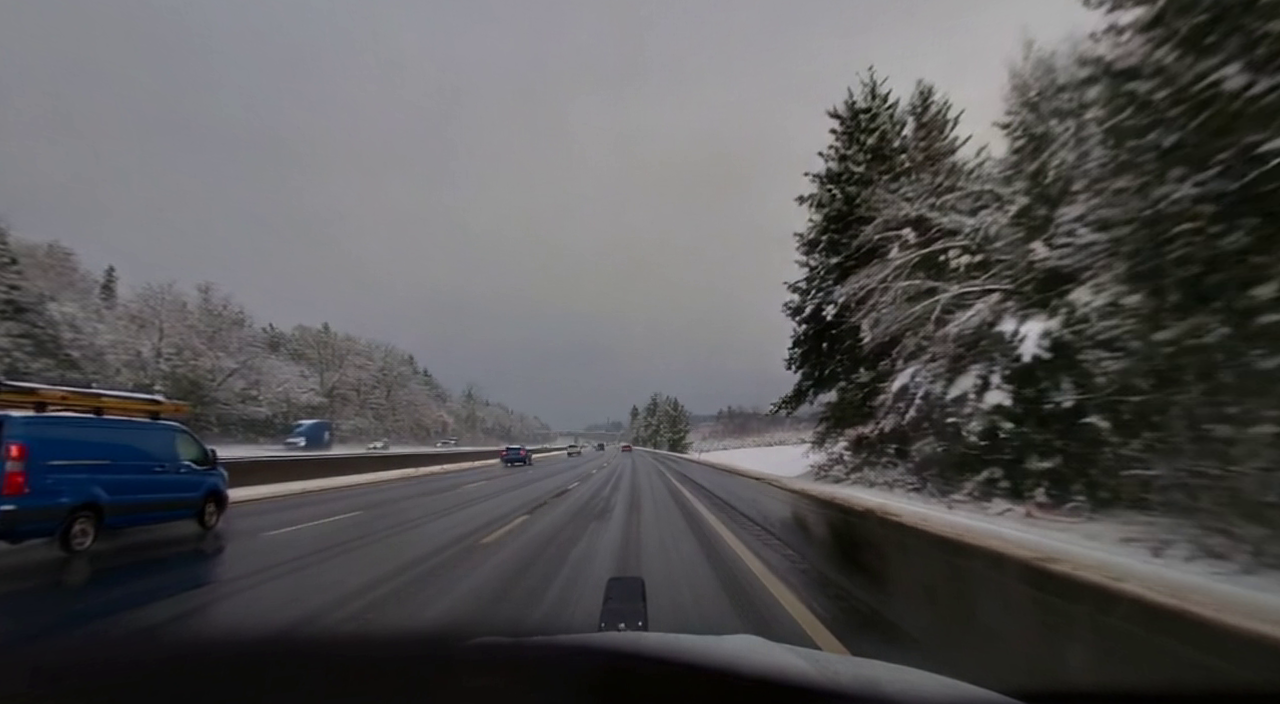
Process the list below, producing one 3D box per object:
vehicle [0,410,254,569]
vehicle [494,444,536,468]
[{"bbox_3d":[-8.190,1.865,9.186,2.093,1.752,4.771,0,-9,0],"label":"vehicle"},{"bbox_3d":[-8.339,6.991,42.495,1.958,1.499,4.437,0,-9,0],"label":"vehicle"}]
